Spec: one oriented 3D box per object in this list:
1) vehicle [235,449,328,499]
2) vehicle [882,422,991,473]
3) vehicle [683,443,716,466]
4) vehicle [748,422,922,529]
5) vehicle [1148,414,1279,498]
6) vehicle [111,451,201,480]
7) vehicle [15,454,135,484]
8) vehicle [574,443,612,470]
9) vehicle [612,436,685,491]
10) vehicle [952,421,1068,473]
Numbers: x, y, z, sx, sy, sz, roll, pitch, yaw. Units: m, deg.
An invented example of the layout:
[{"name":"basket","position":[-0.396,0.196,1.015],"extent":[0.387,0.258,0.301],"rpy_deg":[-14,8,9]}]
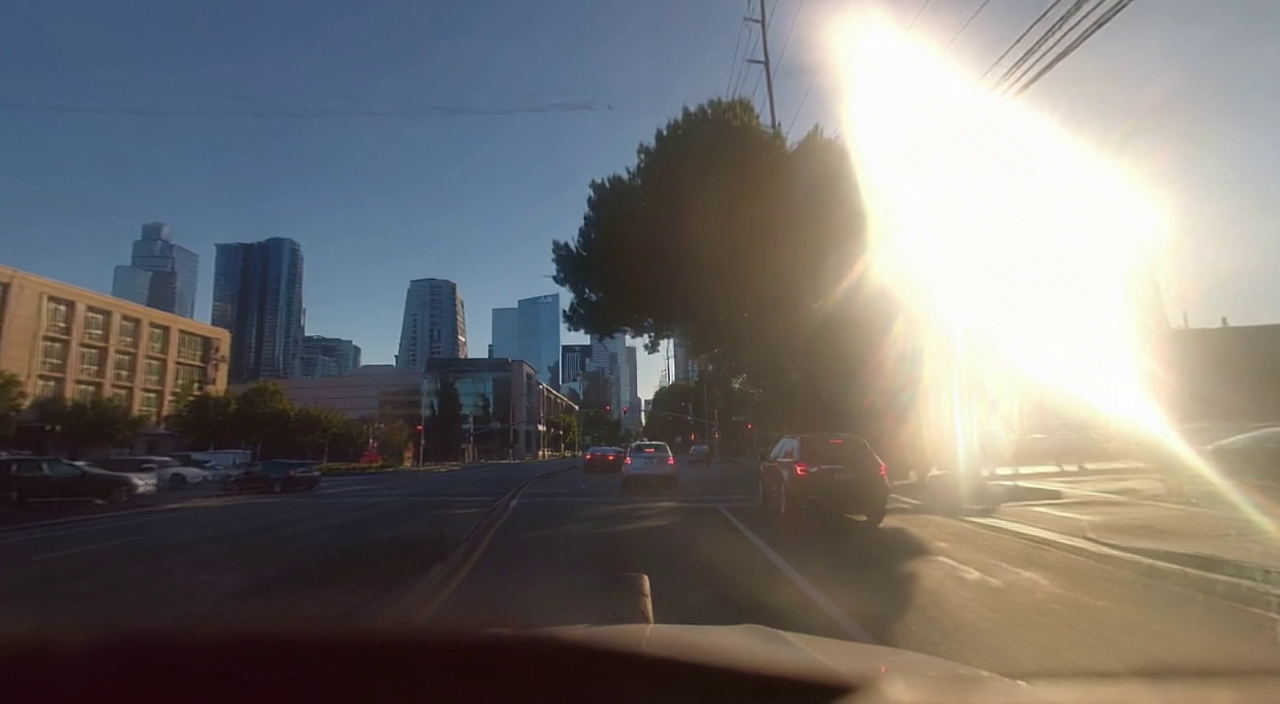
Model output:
[{"name":"vehicle","position":[-12.705,4.284,22.225],"extent":[2.006,1.510,4.290],"rpy_deg":[6,-12,-40]},{"name":"vehicle","position":[11.741,3.861,25.435],"extent":[2.238,1.845,4.874],"rpy_deg":[-1,-9,3]},{"name":"vehicle","position":[4.079,7.147,43.938],"extent":[1.880,1.503,4.130],"rpy_deg":[0,-9,-1]},{"name":"vehicle","position":[3.562,2.350,12.579],"extent":[2.024,1.711,4.512],"rpy_deg":[0,-9,0]},{"name":"vehicle","position":[13.362,2.165,13.197],"extent":[1.899,1.602,4.297],"rpy_deg":[0,-9,2]},{"name":"vehicle","position":[-30.502,7.130,39.889],"extent":[1.903,1.649,4.654],"rpy_deg":[0,-9,1]},{"name":"vehicle","position":[-30.536,6.310,34.293],"extent":[1.951,1.459,4.803],"rpy_deg":[0,-9,2]},{"name":"vehicle","position":[-2.786,6.146,37.247],"extent":[2.104,1.488,4.546],"rpy_deg":[0,-9,-4]},{"name":"vehicle","position":[0.269,3.698,21.322],"extent":[2.200,1.653,4.127],"rpy_deg":[0,-9,0]},{"name":"vehicle","position":[14.349,3.745,24.819],"extent":[2.146,1.837,4.512],"rpy_deg":[-1,-9,6]}]
